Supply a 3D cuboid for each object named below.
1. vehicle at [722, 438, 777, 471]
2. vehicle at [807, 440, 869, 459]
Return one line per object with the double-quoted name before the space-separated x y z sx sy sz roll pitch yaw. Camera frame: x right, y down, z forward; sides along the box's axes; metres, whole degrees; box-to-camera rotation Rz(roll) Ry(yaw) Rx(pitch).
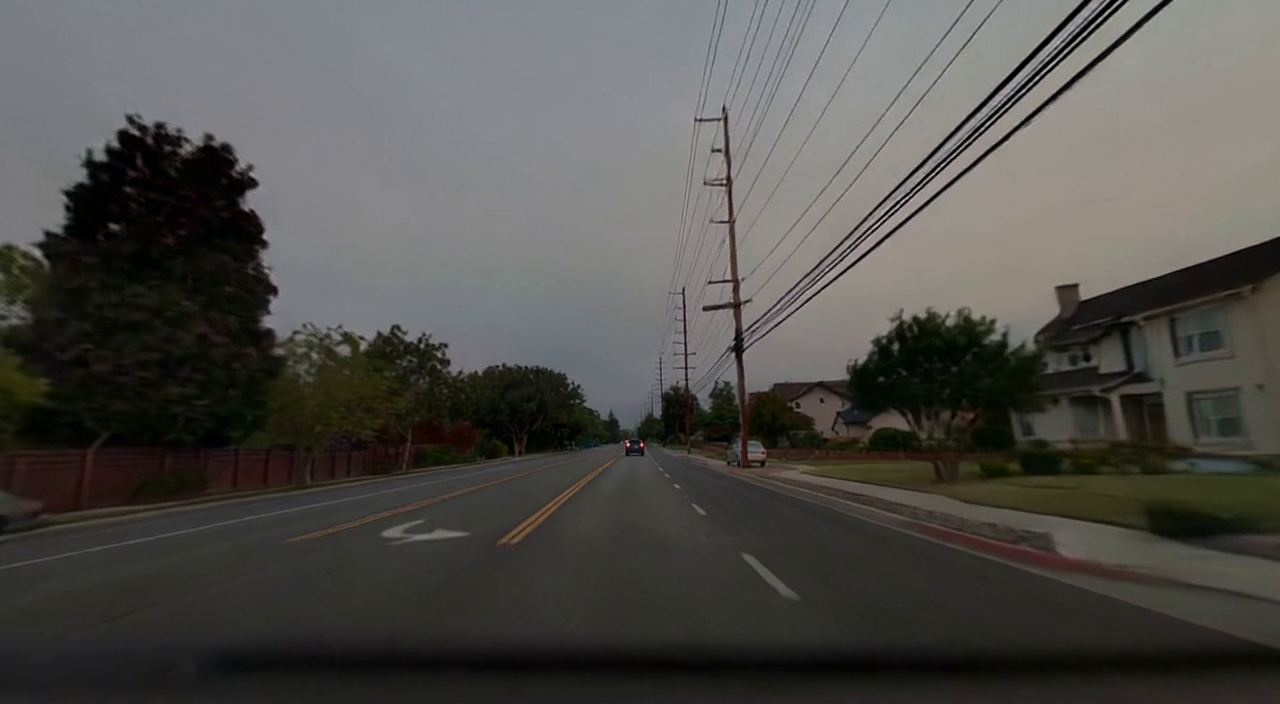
"vehicle" 5.918 5.606 34.606 2.039 1.637 4.782 0 -8 -1
"vehicle" 14.968 7.383 47.670 4.034 1.403 1.821 0 -9 -2
